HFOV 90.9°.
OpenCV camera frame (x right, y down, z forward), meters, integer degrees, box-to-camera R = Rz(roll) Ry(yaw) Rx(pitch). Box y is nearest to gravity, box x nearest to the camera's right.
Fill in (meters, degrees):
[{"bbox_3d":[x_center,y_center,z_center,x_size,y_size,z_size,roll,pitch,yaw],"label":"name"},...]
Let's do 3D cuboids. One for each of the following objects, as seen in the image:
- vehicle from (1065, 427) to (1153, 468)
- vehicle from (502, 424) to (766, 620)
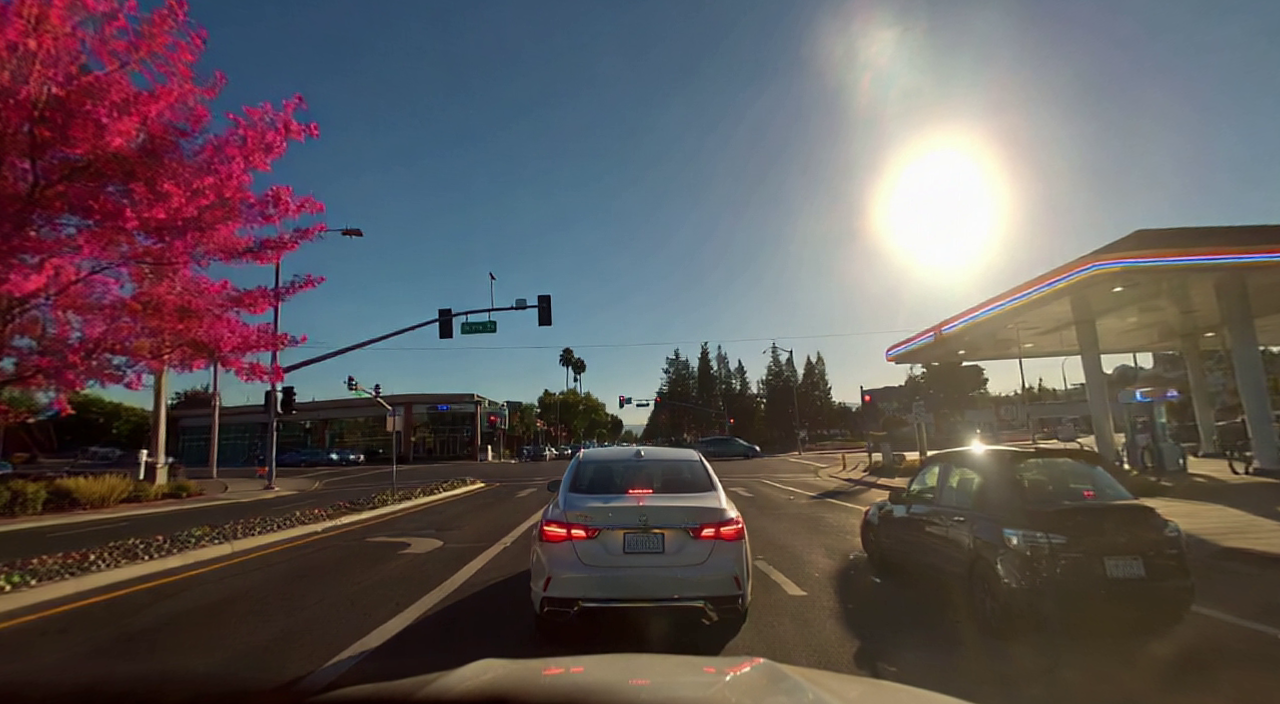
[{"bbox_3d":[18.589,3.759,24.903,4.091,1.495,2.053,8,-12,-44],"label":"vehicle"},{"bbox_3d":[-0.044,1.600,6.909,2.010,1.482,4.057,0,-8,0],"label":"vehicle"}]
